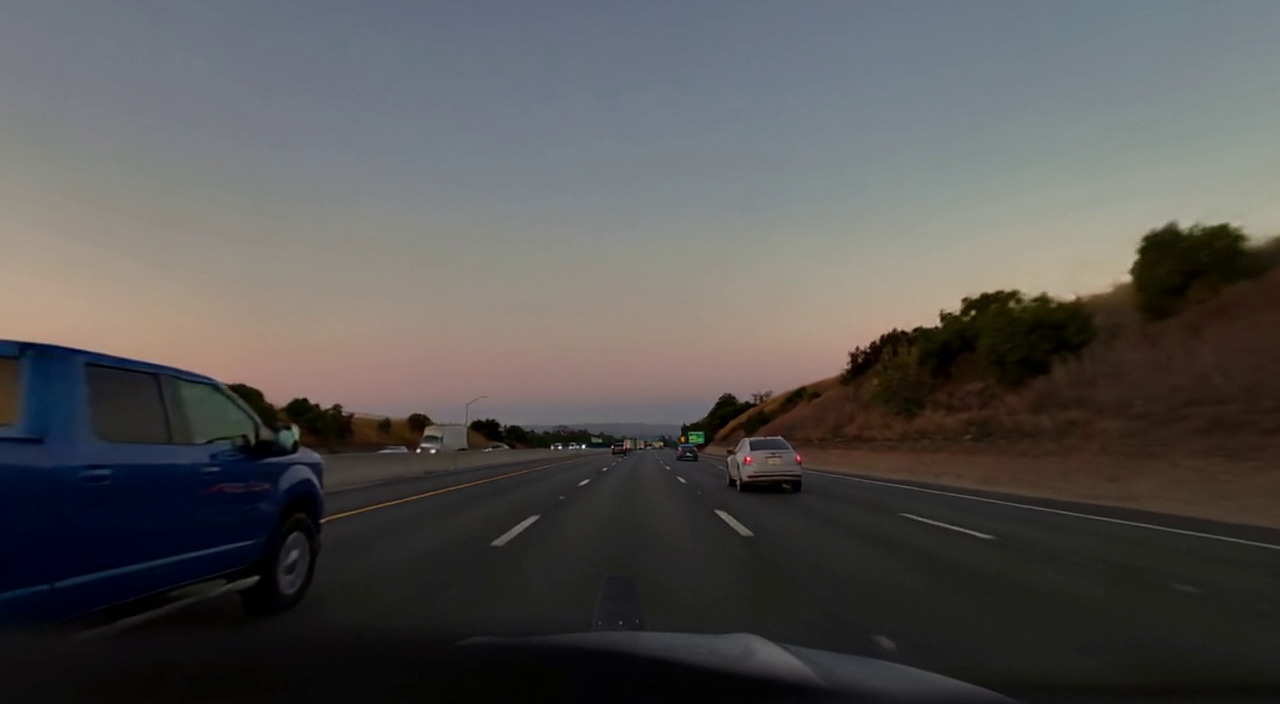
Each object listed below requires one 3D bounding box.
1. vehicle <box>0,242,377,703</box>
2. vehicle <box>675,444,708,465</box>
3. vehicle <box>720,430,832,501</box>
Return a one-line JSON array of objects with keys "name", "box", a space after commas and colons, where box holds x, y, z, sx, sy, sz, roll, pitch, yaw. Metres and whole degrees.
[{"name": "vehicle", "box": [-4.000, 0.736, 3.356, 2.496, 2.203, 6.317, 0, -9, -1]}, {"name": "vehicle", "box": [3.765, 7.540, 46.493, 2.047, 1.501, 4.237, 0, -9, 0]}, {"name": "vehicle", "box": [3.514, 3.019, 17.119, 2.095, 1.668, 4.135, 0, -9, 0]}]
